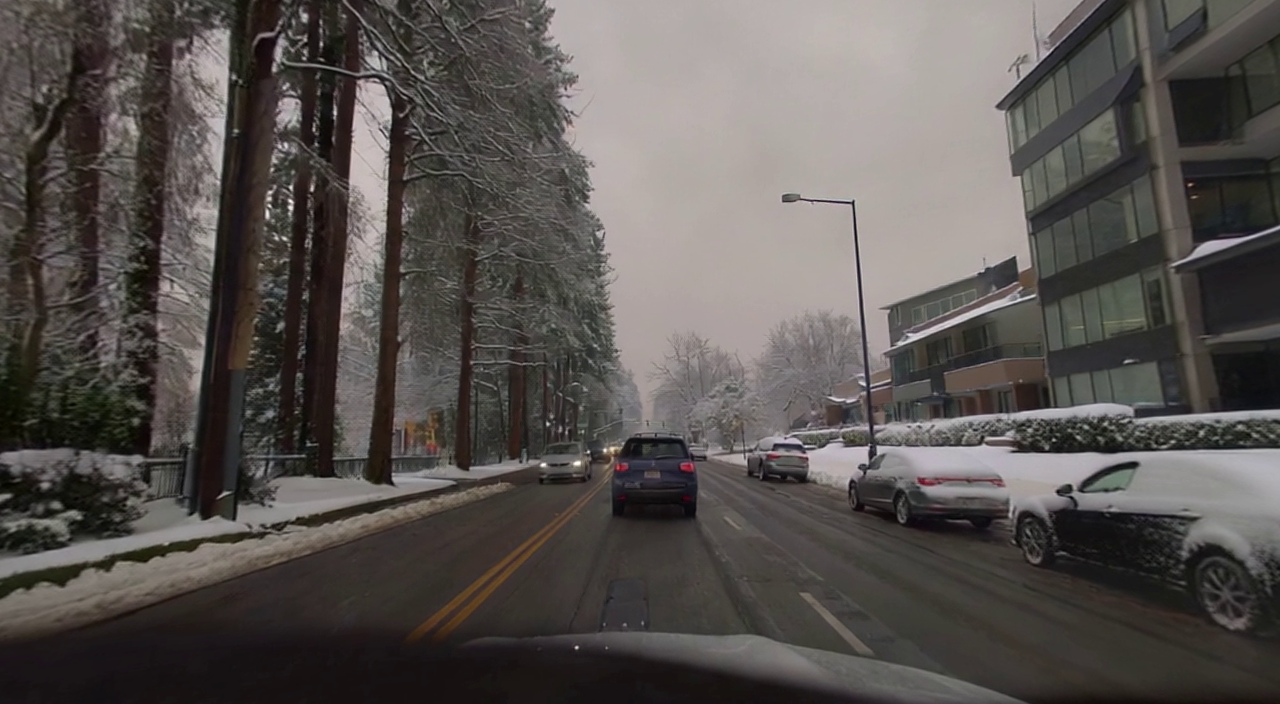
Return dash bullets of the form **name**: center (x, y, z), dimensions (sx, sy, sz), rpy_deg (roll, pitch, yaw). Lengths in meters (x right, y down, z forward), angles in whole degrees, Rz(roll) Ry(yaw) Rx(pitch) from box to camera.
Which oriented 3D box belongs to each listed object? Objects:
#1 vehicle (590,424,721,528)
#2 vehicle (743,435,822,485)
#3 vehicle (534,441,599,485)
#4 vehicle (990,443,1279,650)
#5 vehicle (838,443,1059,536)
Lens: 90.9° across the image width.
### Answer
- **vehicle**: center (0.272, 2.300, 12.152), dimensions (2.105, 1.653, 3.887), rpy_deg (0, -9, 1)
- **vehicle**: center (5.659, 4.353, 25.722), dimensions (2.059, 1.813, 4.637), rpy_deg (0, -9, -1)
- **vehicle**: center (-2.750, 4.267, 24.537), dimensions (1.979, 1.534, 4.076), rpy_deg (0, -9, 1)
- **vehicle**: center (5.538, 1.615, 5.946), dimensions (1.809, 1.478, 4.623), rpy_deg (0, -9, 0)
- **vehicle**: center (5.673, 2.555, 12.494), dimensions (1.852, 1.452, 4.852), rpy_deg (0, -9, -1)
